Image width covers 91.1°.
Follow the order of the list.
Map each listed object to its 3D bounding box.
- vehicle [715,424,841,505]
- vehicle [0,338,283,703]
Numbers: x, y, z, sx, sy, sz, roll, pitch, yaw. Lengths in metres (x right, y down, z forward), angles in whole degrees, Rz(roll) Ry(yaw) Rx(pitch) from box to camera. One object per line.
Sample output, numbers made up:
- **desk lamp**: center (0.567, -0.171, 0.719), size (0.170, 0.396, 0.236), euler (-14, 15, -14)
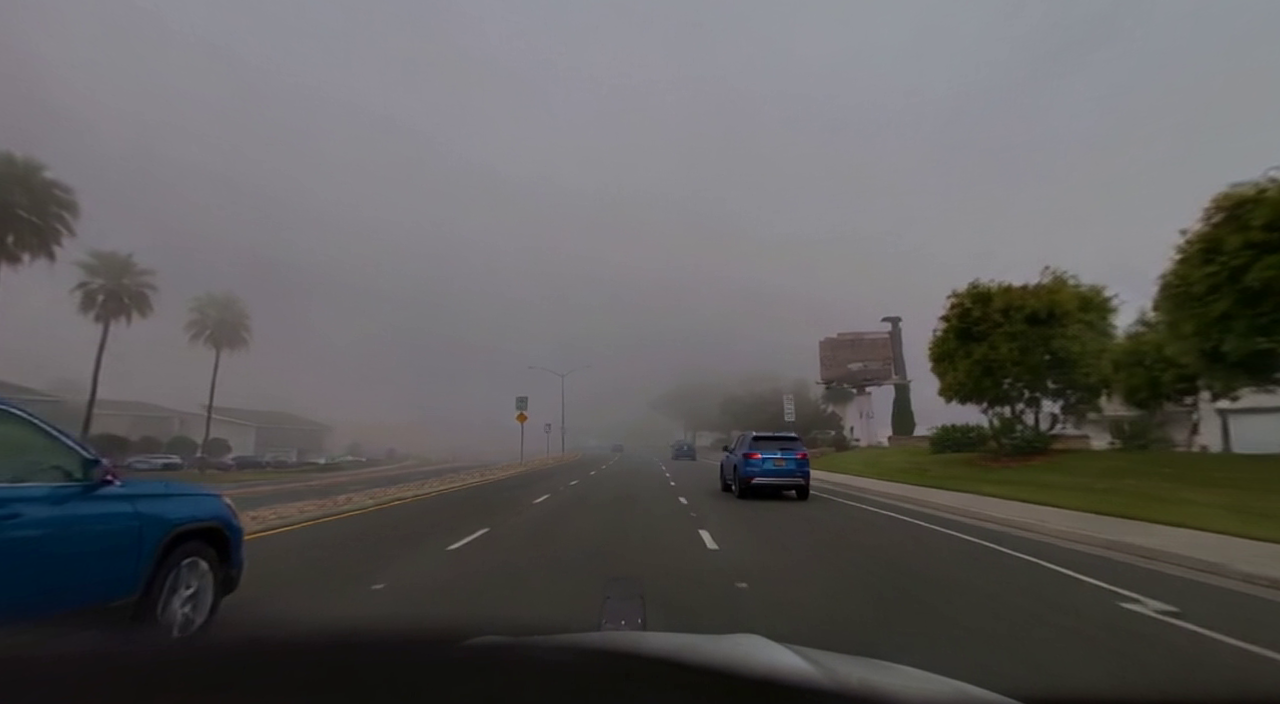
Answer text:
- **vehicle**: center (3.390, 2.885, 16.516), size (2.195, 1.804, 4.658), euler (0, -9, 0)
- **vehicle**: center (-3.935, 0.779, 2.468), size (2.150, 1.768, 4.868), euler (0, -9, 0)
